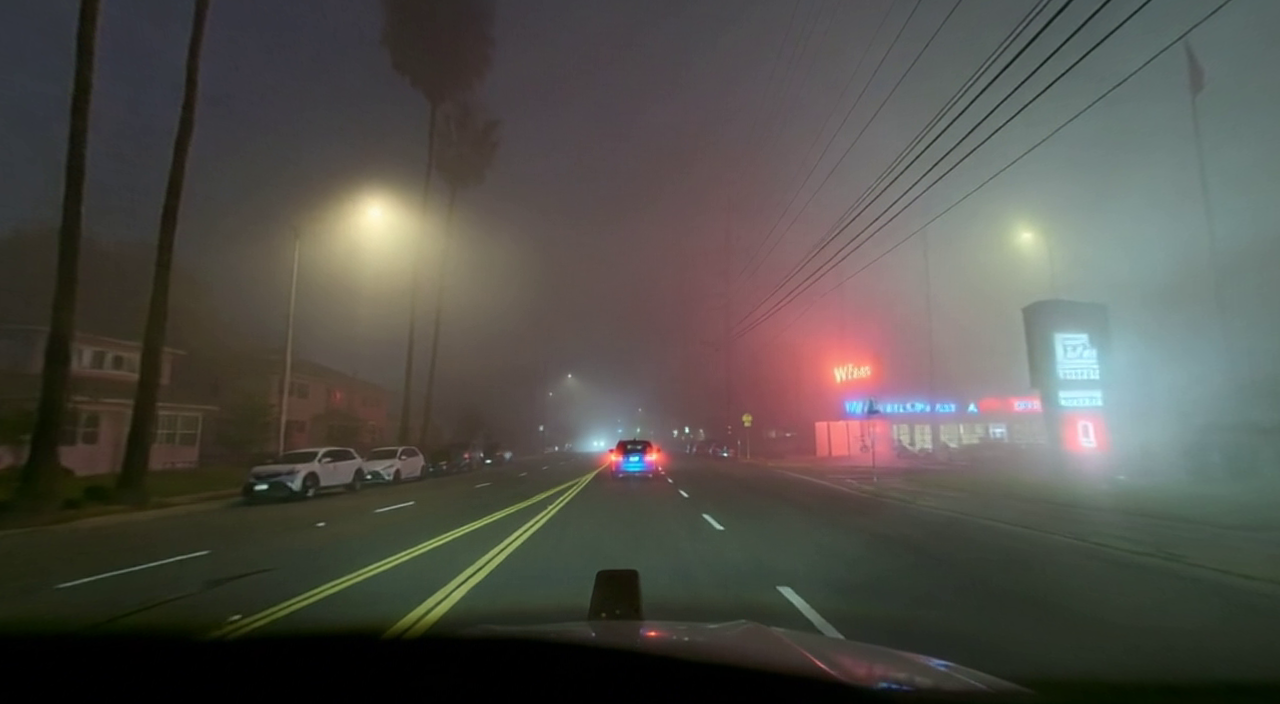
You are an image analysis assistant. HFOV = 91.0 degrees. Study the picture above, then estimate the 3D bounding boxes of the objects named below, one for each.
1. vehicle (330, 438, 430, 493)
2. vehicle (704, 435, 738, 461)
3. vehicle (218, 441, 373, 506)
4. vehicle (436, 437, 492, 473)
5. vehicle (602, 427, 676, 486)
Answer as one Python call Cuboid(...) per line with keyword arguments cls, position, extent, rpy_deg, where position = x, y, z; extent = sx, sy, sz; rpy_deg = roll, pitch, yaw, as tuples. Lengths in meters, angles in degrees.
Cuboid(cls="vehicle", position=(-10.184, 4.434, 25.152), extent=(1.992, 1.744, 4.896), rpy_deg=(-1, -6, -1))
Cuboid(cls="vehicle", position=(5.989, 7.175, 47.009), extent=(2.005, 1.775, 4.324), rpy_deg=(0, -9, 0))
Cuboid(cls="vehicle", position=(-10.161, 3.583, 19.117), extent=(2.075, 1.693, 4.696), rpy_deg=(0, -8, -1))
Cuboid(cls="vehicle", position=(-10.081, 5.925, 36.406), extent=(1.958, 1.937, 4.114), rpy_deg=(-1, -8, 2))
Cuboid(cls="vehicle", position=(-0.103, 3.561, 21.673), extent=(2.264, 1.798, 4.563), rpy_deg=(0, -8, -2))
